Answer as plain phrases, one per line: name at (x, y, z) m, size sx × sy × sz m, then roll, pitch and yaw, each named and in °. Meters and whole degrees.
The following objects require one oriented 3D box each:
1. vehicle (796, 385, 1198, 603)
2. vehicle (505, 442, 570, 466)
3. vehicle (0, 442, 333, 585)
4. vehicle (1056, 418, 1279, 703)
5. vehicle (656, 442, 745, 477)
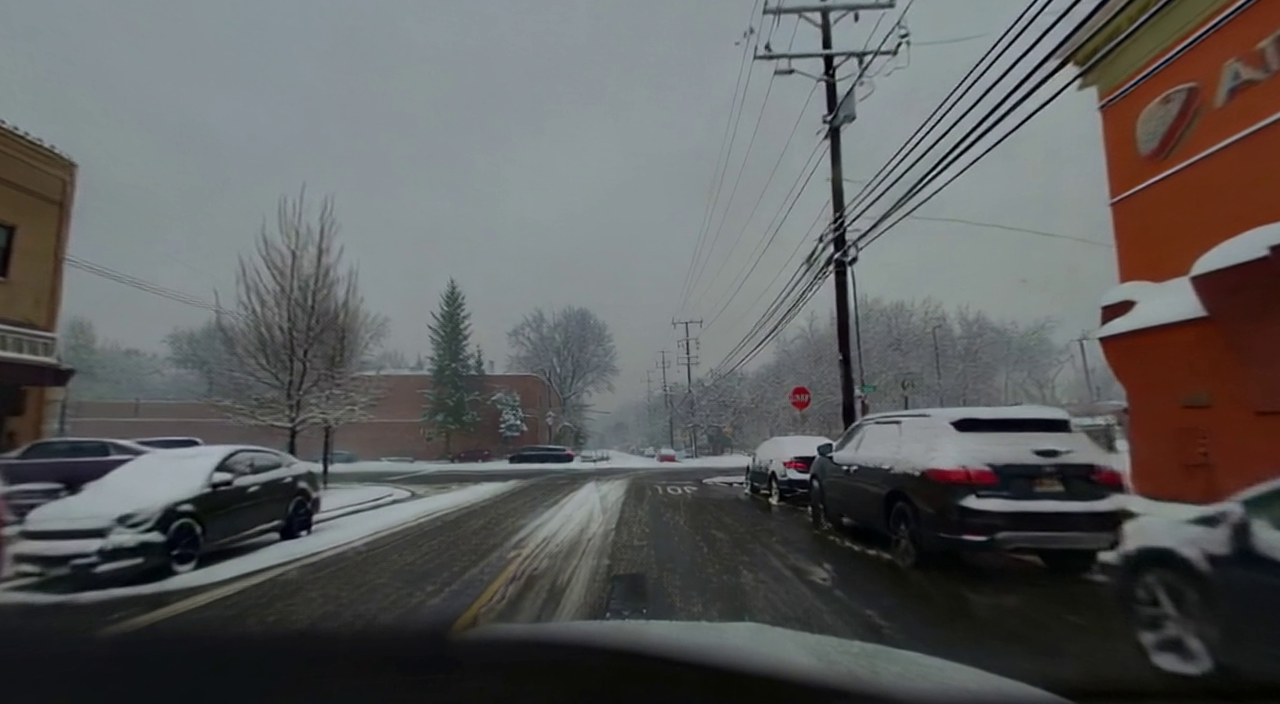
vehicle at (3.753, 1.541, 7.982) m, size 2.178 × 1.856 × 4.756 m, roll 2°, pitch -7°, yaw -2°
vehicle at (-7.812, 7.792, 48.284) m, size 4.689 × 1.803 × 1.958 m, roll 0°, pitch -8°, yaw -2°
vehicle at (-6.037, 1.989, 8.594) m, size 1.820 × 1.482 × 3.737 m, roll 0°, pitch -8°, yaw -1°
vehicle at (3.937, 0.941, 2.264) m, size 1.840 × 1.452 × 4.517 m, roll 0°, pitch -8°, yaw 1°
vehicle at (2.892, 4.926, 29.284) m, size 2.033 × 1.464 × 4.645 m, roll -6°, pitch -10°, yaw 36°
